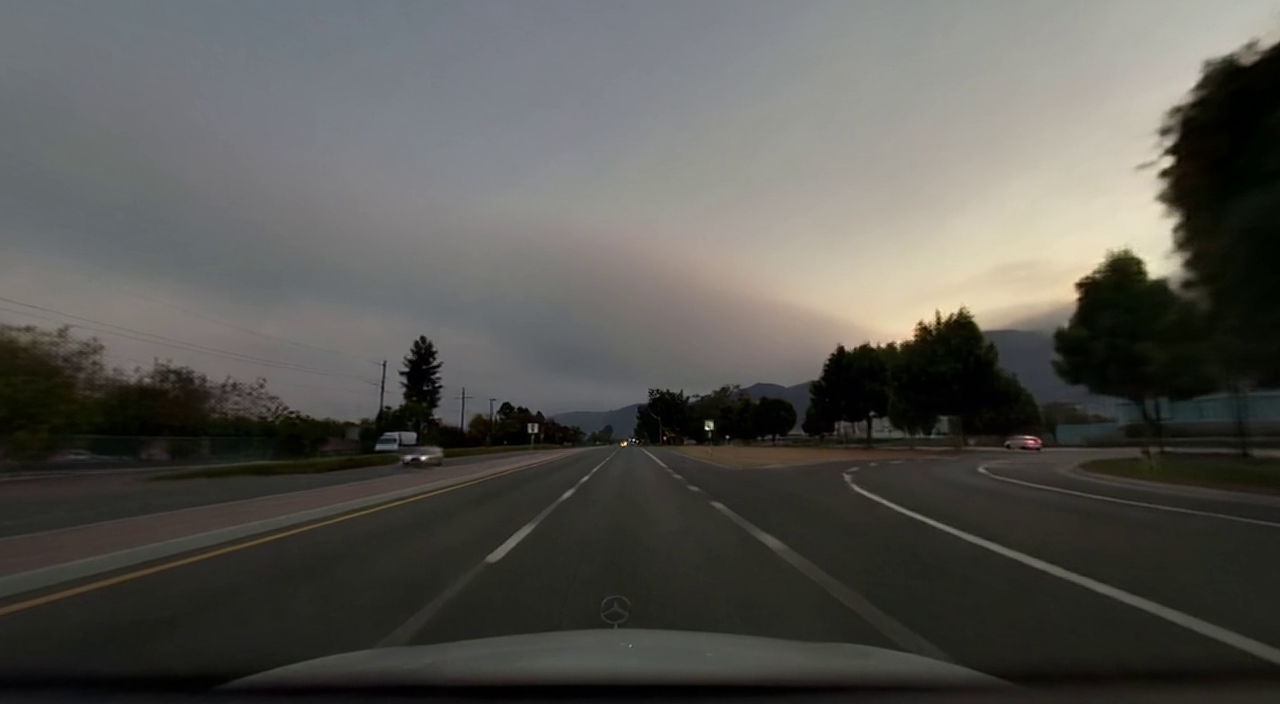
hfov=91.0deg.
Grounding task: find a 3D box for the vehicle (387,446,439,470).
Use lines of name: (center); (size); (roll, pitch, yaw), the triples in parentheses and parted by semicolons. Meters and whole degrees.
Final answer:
vehicle: (-15.561, 7.286, 43.426); (1.956, 1.471, 4.552); (-1, -8, 0)
